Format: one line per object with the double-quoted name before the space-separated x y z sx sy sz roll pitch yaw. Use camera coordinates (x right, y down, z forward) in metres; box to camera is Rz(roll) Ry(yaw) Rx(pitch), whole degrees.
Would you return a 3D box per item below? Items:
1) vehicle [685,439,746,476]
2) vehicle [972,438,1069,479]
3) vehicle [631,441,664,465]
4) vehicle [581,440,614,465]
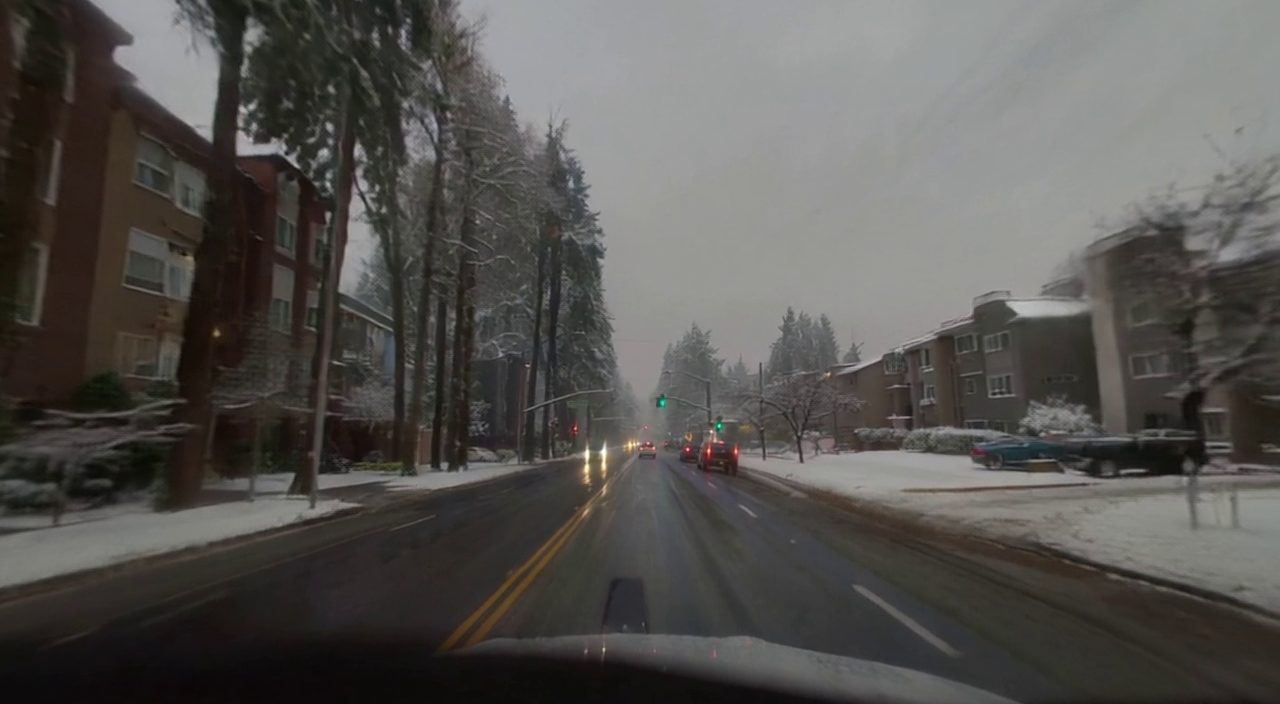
"vehicle" 3.249 4.662 28.063 2.078 1.488 4.741 0 -9 -1
"vehicle" 17.983 5.035 30.005 1.831 1.778 3.787 1 -9 -8
"vehicle" 0.433 6.723 42.085 2.097 1.463 4.043 0 -9 -1
"vehicle" -2.856 6.860 43.003 1.954 1.618 4.050 0 -9 1
